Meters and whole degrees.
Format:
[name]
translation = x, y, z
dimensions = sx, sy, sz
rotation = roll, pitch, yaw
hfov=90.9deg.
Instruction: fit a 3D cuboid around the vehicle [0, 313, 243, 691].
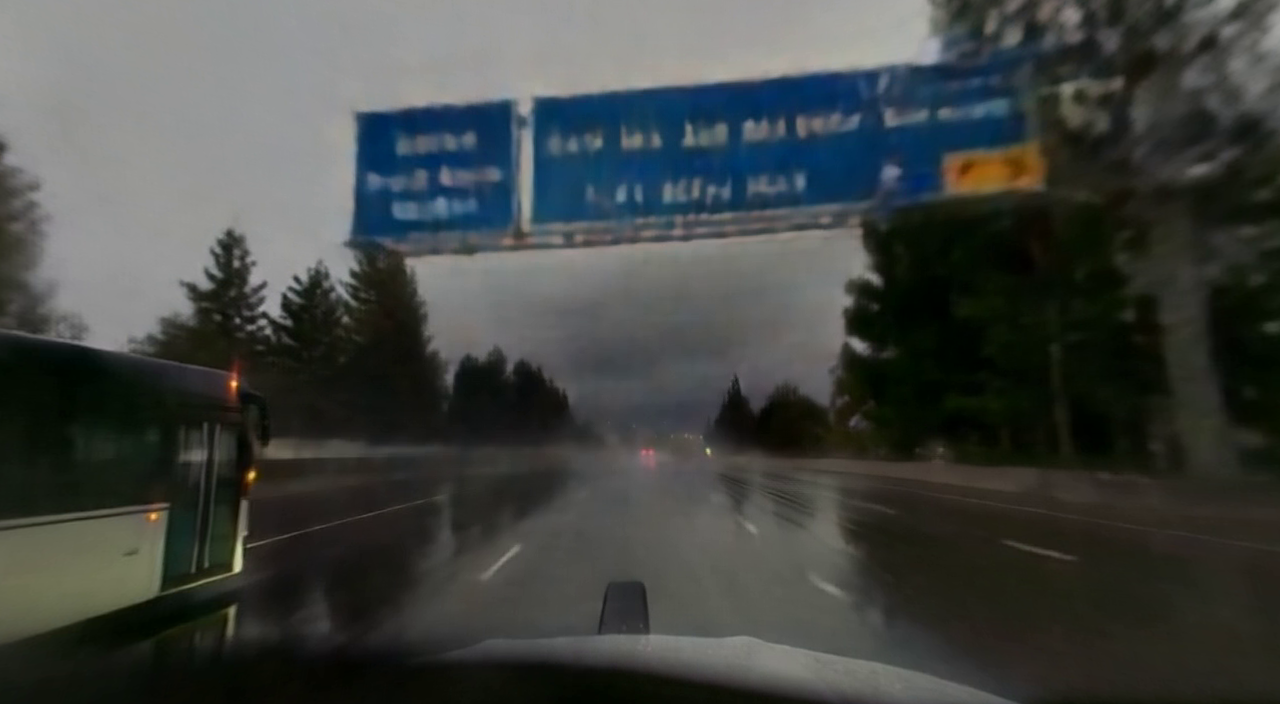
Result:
[vehicle]
translation = -4.470, 0.693, 2.648
dimensions = 2.127, 1.985, 5.205
rotation = 0, -8, 1
